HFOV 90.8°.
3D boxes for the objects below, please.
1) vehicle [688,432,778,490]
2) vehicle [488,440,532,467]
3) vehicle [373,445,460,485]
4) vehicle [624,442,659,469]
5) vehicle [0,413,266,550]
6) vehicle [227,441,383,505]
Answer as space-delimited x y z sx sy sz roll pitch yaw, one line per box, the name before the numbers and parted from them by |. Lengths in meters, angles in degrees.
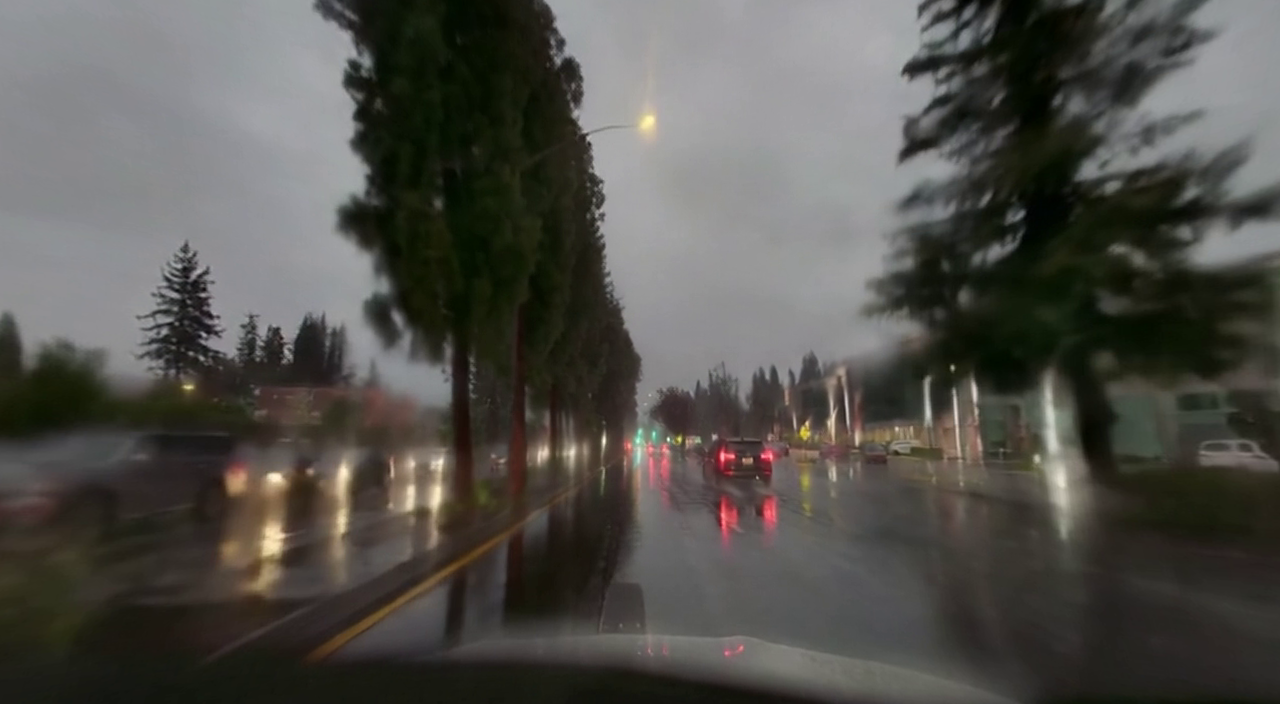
vehicle | 3.103 3.795 22.252 2.235 1.806 4.818 0 -9 -2
vehicle | -9.483 7.472 46.539 2.165 1.863 4.880 0 -9 0
vehicle | -9.070 4.593 26.020 1.938 1.464 4.340 0 -9 1
vehicle | 0.054 6.576 40.293 2.145 1.572 4.021 0 -9 -1
vehicle | -9.008 2.113 10.984 2.024 1.822 4.824 0 -9 0
vehicle | -8.871 3.214 17.230 1.864 1.500 4.294 0 -9 0
